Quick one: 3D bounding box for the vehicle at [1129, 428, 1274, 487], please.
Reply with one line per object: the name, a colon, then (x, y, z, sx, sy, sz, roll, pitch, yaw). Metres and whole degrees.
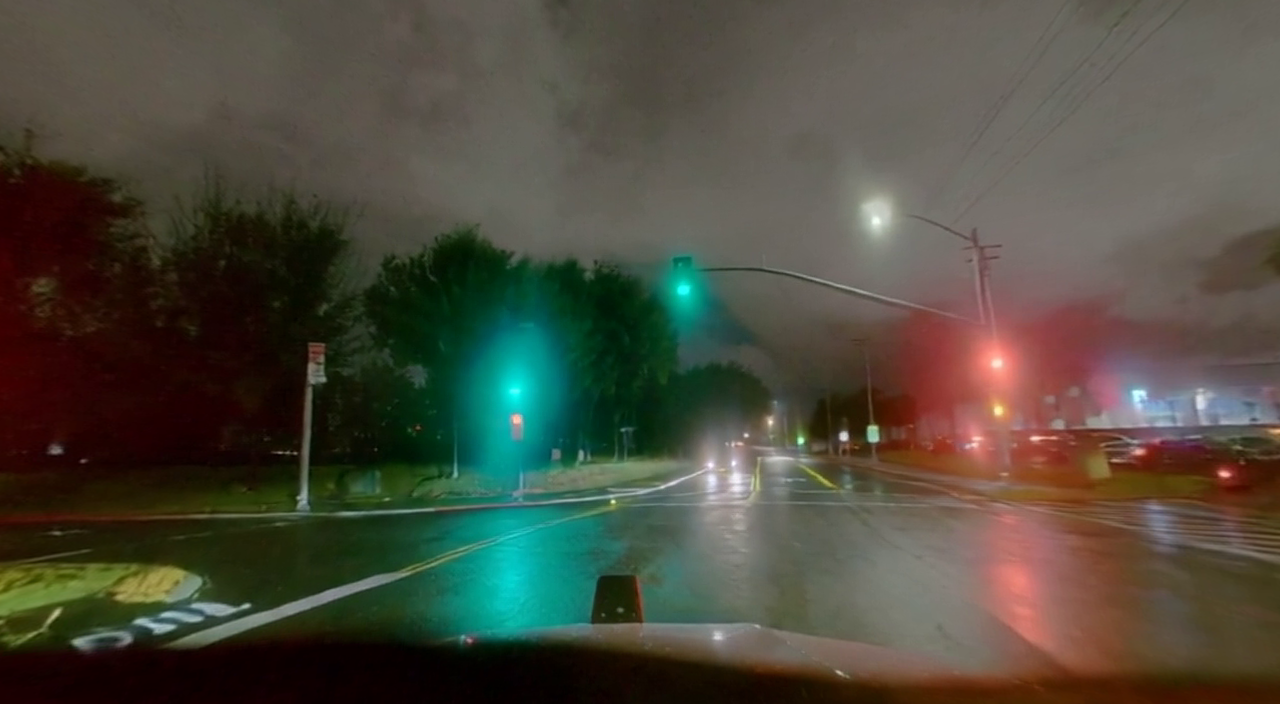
vehicle: (16.521, 3.063, 18.399, 4.295, 1.508, 1.955, 5, -11, -33)

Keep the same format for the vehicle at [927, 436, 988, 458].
vehicle: (22.103, 6.631, 43.696, 3.426, 1.405, 1.553, -4, -8, 12)

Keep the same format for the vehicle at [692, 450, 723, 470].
vehicle: (5.383, 8.512, 49.530, 1.964, 1.497, 3.674, -3, -9, 13)
